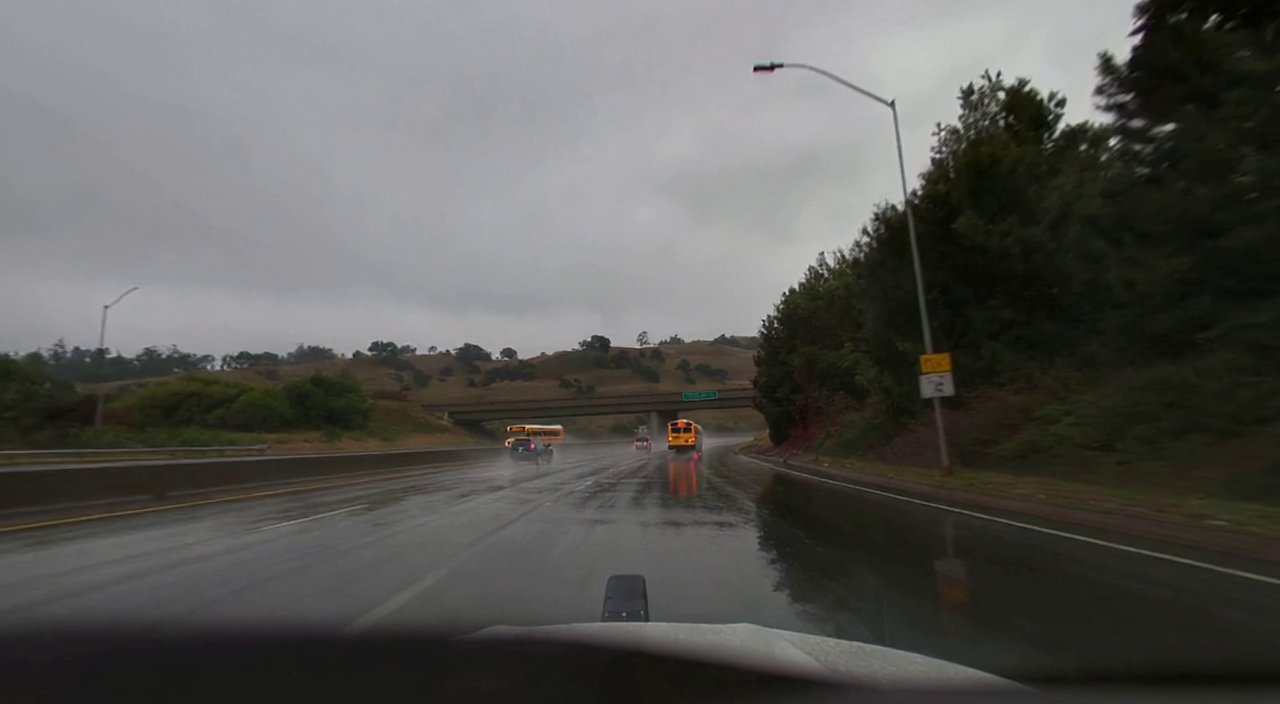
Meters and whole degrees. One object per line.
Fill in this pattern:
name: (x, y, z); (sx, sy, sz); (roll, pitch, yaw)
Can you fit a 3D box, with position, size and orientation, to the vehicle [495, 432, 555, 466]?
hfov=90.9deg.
vehicle: (-6.192, 5.293, 34.548); (2.106, 1.704, 4.637); (-1, -8, 5)
